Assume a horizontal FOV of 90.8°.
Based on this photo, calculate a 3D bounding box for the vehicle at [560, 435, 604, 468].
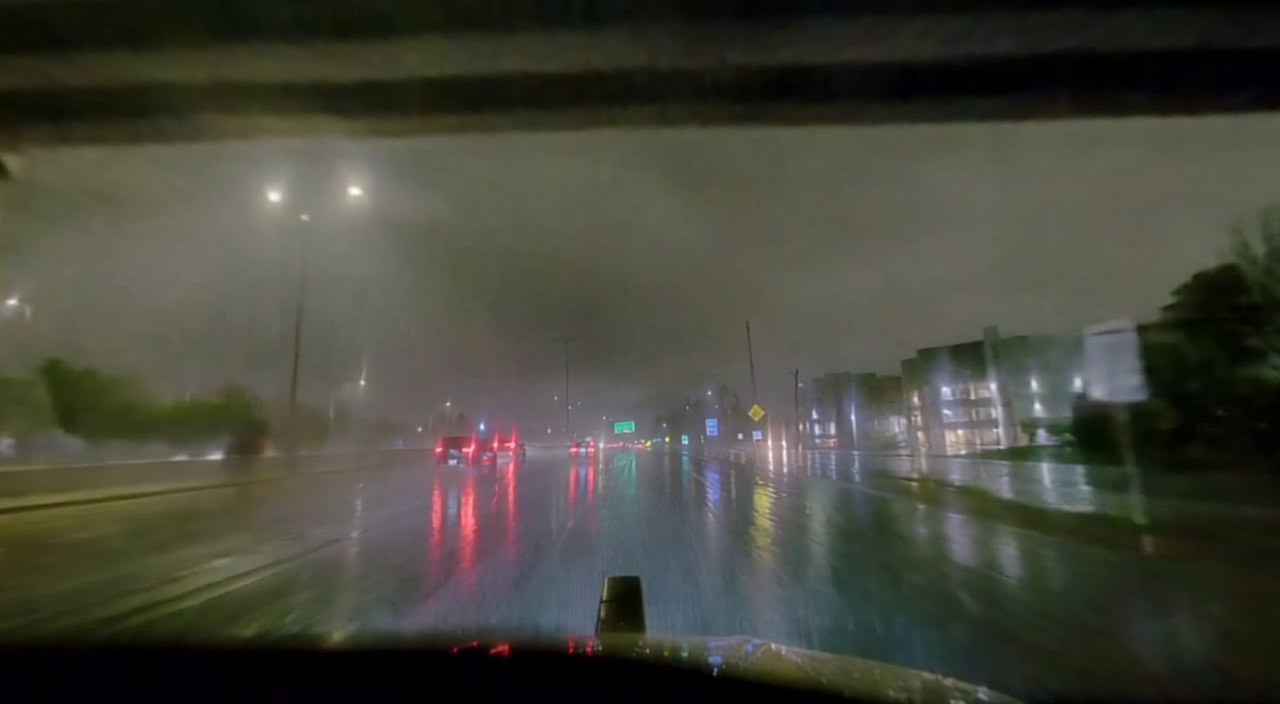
[{"bbox_3d":[-3.207,5.593,35.666,2.027,1.697,4.307,0,-8,0],"label":"vehicle"}]

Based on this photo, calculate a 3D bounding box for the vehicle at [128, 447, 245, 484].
[{"bbox_3d":[-19.574,4.895,27.541,1.822,1.434,4.510,2,-9,-2],"label":"vehicle"}]

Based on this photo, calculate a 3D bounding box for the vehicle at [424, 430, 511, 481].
[{"bbox_3d":[-6.624,4.025,24.838,2.015,1.762,4.790,0,-8,1],"label":"vehicle"}]
